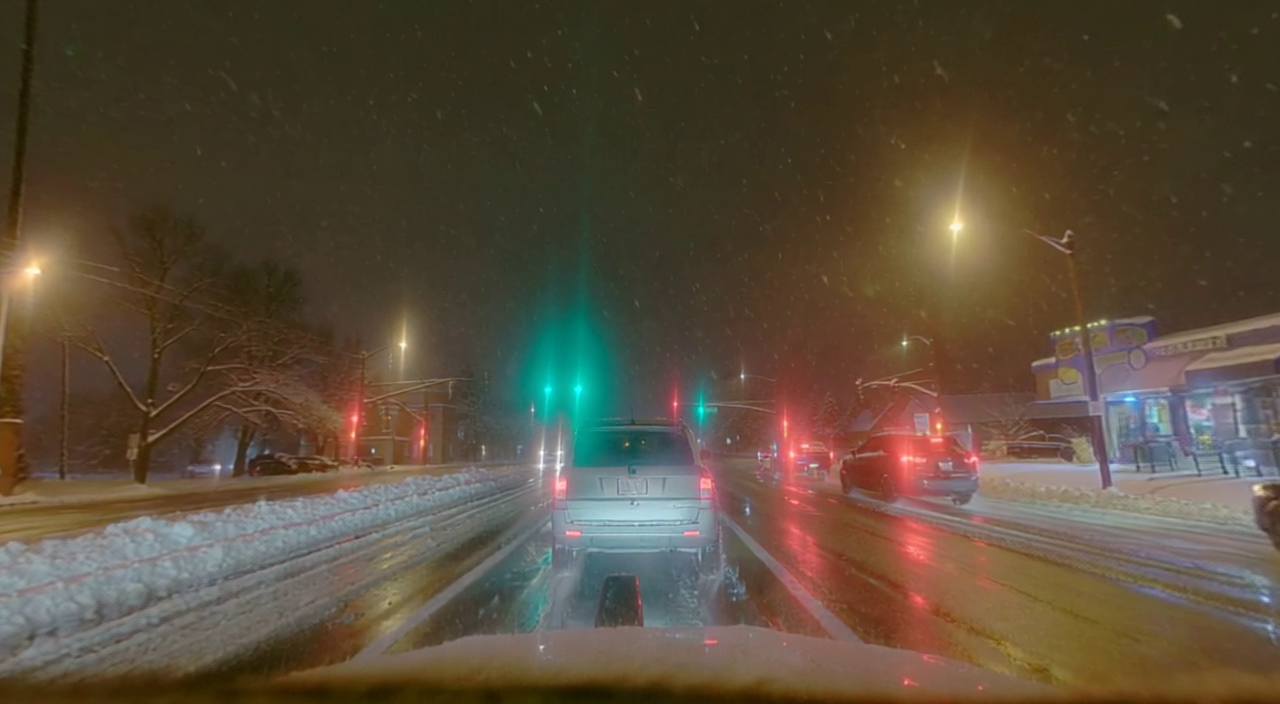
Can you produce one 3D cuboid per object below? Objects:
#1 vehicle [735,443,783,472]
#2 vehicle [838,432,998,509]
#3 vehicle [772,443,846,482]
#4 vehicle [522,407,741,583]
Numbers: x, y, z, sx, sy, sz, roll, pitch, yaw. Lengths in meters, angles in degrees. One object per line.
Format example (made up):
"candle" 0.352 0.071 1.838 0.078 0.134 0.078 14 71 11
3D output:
"vehicle" 6.386 5.697 34.220 1.961 1.477 4.454 0 -8 3
"vehicle" 6.779 2.922 16.061 2.072 1.652 4.611 0 -8 2
"vehicle" 6.857 4.491 25.983 1.833 1.452 4.237 0 -9 0
"vehicle" -0.065 1.684 8.135 2.115 1.700 3.901 0 -8 1
